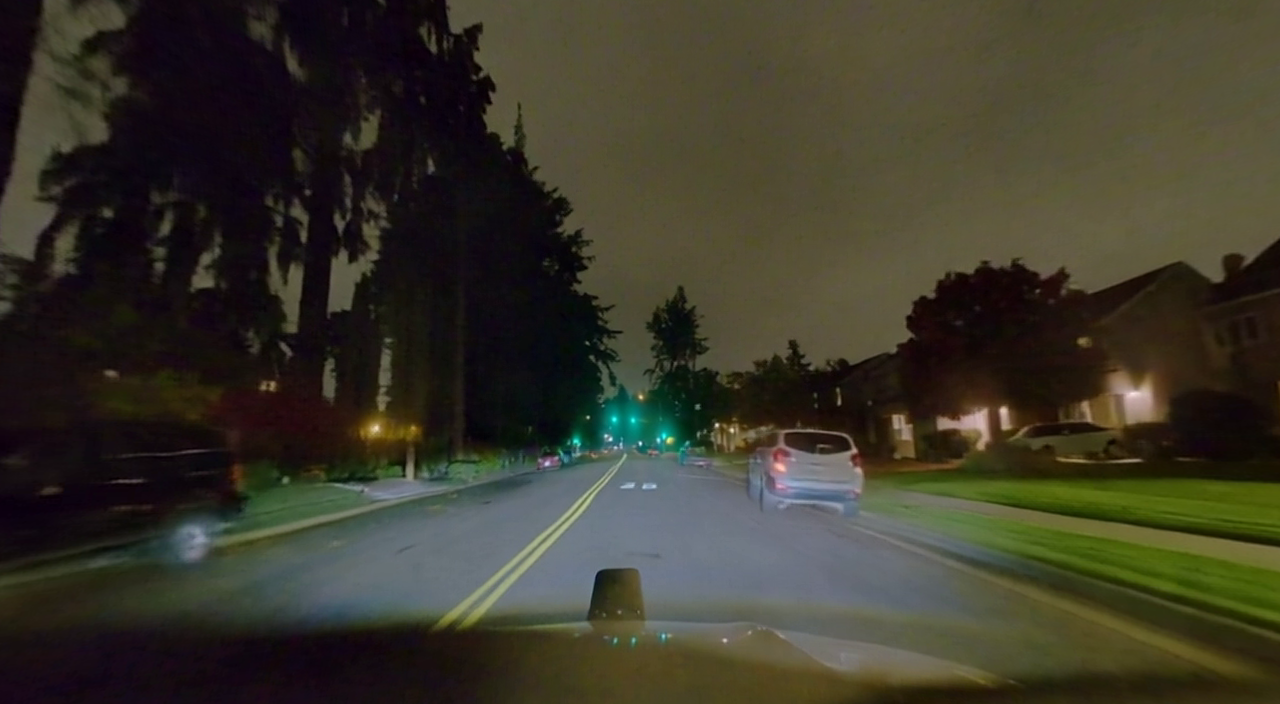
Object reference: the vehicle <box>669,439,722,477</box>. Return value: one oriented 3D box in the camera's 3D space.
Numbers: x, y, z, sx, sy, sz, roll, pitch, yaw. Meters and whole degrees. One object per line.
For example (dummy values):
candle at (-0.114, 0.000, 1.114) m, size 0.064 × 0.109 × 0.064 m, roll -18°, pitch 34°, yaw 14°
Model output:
vehicle at (2.539, 5.023, 30.201) m, size 1.988 × 1.618 × 4.567 m, roll -1°, pitch -8°, yaw -2°

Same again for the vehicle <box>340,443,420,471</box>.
vehicle at (-16.959, 6.826, 41.349) m, size 4.331 × 1.738 × 2.067 m, roll 0°, pitch -8°, yaw 0°

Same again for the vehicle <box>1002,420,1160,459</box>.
vehicle at (16.892, 3.384, 24.401) m, size 4.560 × 1.350 × 1.882 m, roll -2°, pitch -7°, yaw 4°

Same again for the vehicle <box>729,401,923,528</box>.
vehicle at (2.878, 1.870, 10.975) m, size 2.007 × 1.702 × 4.430 m, roll -1°, pitch -8°, yaw 0°

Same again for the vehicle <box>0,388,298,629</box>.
vehicle at (-5.885, 1.401, 6.003) m, size 2.102 × 1.801 × 5.574 m, roll -1°, pitch -9°, yaw 1°
